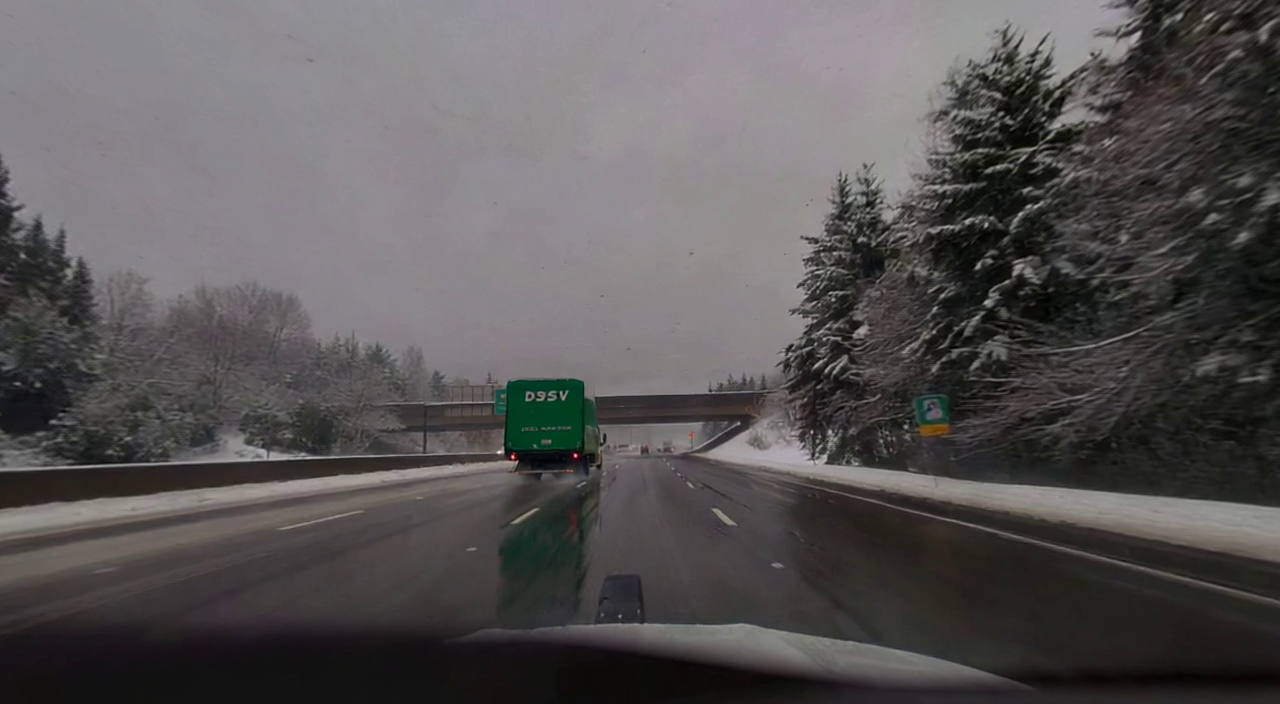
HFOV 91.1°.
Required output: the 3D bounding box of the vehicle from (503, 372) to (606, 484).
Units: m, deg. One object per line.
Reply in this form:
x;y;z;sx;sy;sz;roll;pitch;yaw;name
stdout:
-3.434;3.703;29.169;3.025;4.002;12.709;0;-9;0;vehicle
